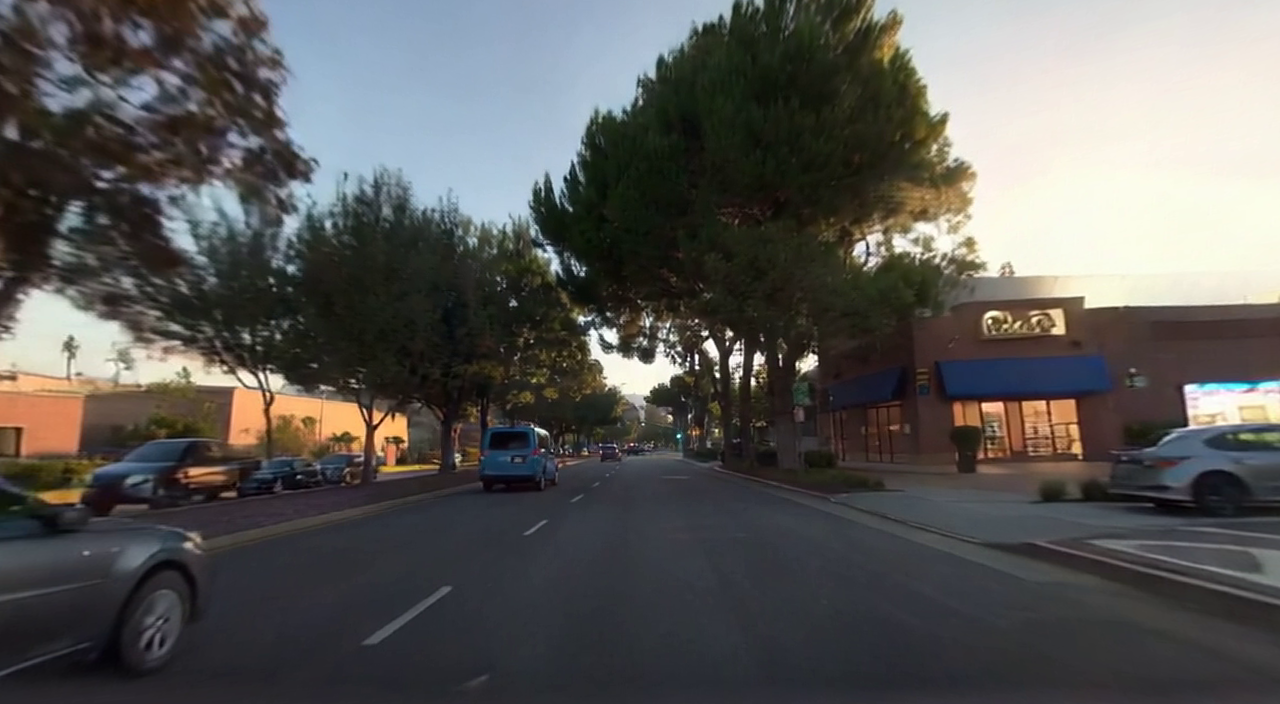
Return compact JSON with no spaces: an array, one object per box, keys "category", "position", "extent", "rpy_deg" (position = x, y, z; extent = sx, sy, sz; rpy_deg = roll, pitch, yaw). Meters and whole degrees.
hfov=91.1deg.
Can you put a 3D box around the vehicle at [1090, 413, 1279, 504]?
[{"category":"vehicle","position":[11.226,1.894,11.323],"extent":[4.607,1.471,1.982],"rpy_deg":[0,-8,2]}]

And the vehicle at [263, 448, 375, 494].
[{"category":"vehicle","position":[-11.217,4.153,22.313],"extent":[1.812,1.405,4.305],"rpy_deg":[0,-8,-2]}]

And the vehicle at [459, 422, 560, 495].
[{"category":"vehicle","position":[-3.933,3.323,19.910],"extent":[2.152,1.987,4.952],"rpy_deg":[0,-8,0]}]

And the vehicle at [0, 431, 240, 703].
[{"category":"vehicle","position":[-3.737,0.949,2.001],"extent":[1.959,1.406,4.550],"rpy_deg":[0,-8,-1]}]
